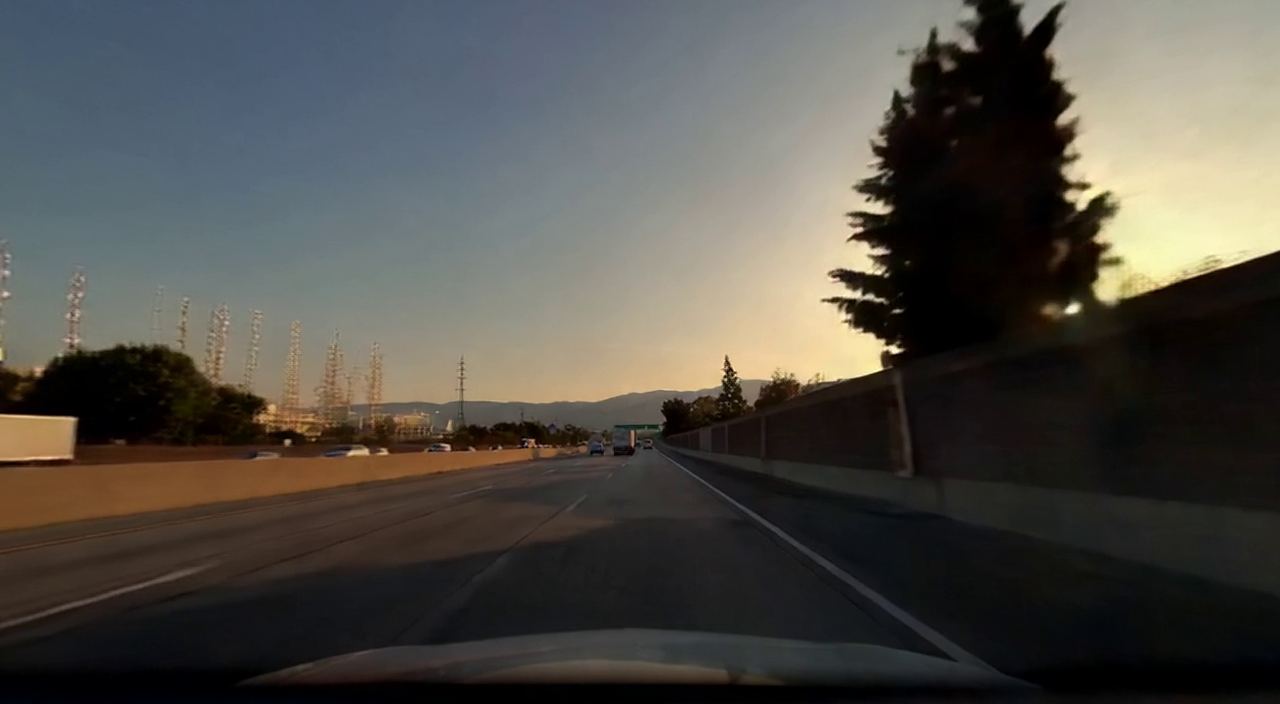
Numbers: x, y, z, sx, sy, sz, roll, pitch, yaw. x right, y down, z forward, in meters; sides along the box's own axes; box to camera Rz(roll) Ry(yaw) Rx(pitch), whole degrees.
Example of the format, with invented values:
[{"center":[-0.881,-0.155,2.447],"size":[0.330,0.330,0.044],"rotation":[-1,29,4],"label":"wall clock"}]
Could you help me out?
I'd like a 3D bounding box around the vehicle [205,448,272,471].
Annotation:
[{"center":[-31.411,8.412,49.512],"size":[1.902,1.669,4.935],"rotation":[0,-8,2],"label":"vehicle"}]
